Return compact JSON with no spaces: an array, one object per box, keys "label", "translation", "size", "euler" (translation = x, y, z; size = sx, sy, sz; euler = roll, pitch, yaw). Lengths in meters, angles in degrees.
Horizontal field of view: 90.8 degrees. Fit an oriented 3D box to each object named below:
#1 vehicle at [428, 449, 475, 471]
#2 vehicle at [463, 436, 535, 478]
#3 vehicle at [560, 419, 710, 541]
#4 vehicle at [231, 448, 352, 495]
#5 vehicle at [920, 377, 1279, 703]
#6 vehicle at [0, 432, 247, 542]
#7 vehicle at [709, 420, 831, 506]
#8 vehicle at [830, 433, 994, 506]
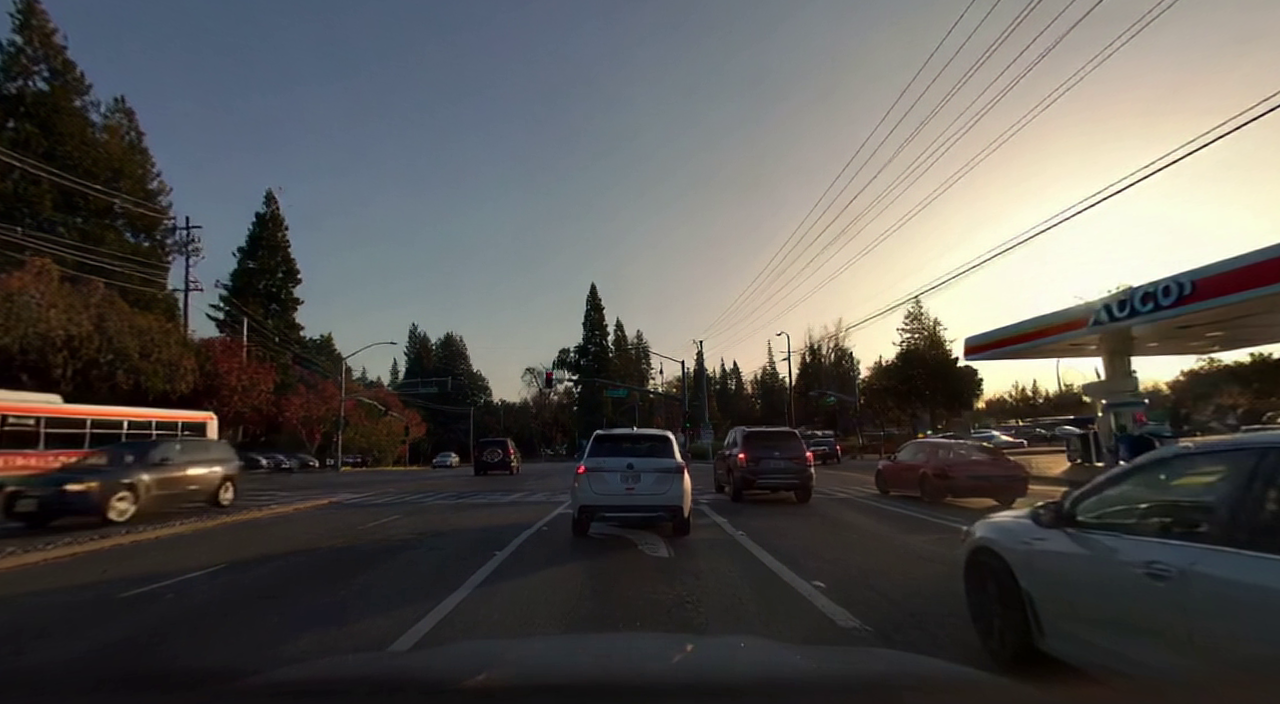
[{"label":"vehicle","translation":[-13.636,7.804,45.999],"size":[1.997,1.480,4.561],"euler":[0,-9,0]},{"label":"vehicle","translation":[-6.437,4.861,29.474],"size":[2.190,1.795,4.993],"euler":[0,-9,0]},{"label":"vehicle","translation":[-0.128,2.088,10.900],"size":[2.087,1.677,4.053],"euler":[0,-9,-2]},{"label":"vehicle","translation":[-13.722,4.706,25.285],"size":[2.100,1.656,4.724],"euler":[0,-8,1]},{"label":"vehicle","translation":[3.020,0.861,2.225],"size":[2.006,1.483,4.278],"euler":[0,-9,-1]},{"label":"vehicle","translation":[-10.300,2.578,12.684],"size":[2.075,1.719,4.396],"euler":[-3,-8,-1]},{"label":"vehicle","translation":[3.034,2.701,15.750],"size":[2.049,1.813,4.245],"euler":[0,-9,-1]},{"label":"vehicle","translation":[6.334,2.783,15.408],"size":[1.829,1.494,4.552],"euler":[0,-9,-2]}]
